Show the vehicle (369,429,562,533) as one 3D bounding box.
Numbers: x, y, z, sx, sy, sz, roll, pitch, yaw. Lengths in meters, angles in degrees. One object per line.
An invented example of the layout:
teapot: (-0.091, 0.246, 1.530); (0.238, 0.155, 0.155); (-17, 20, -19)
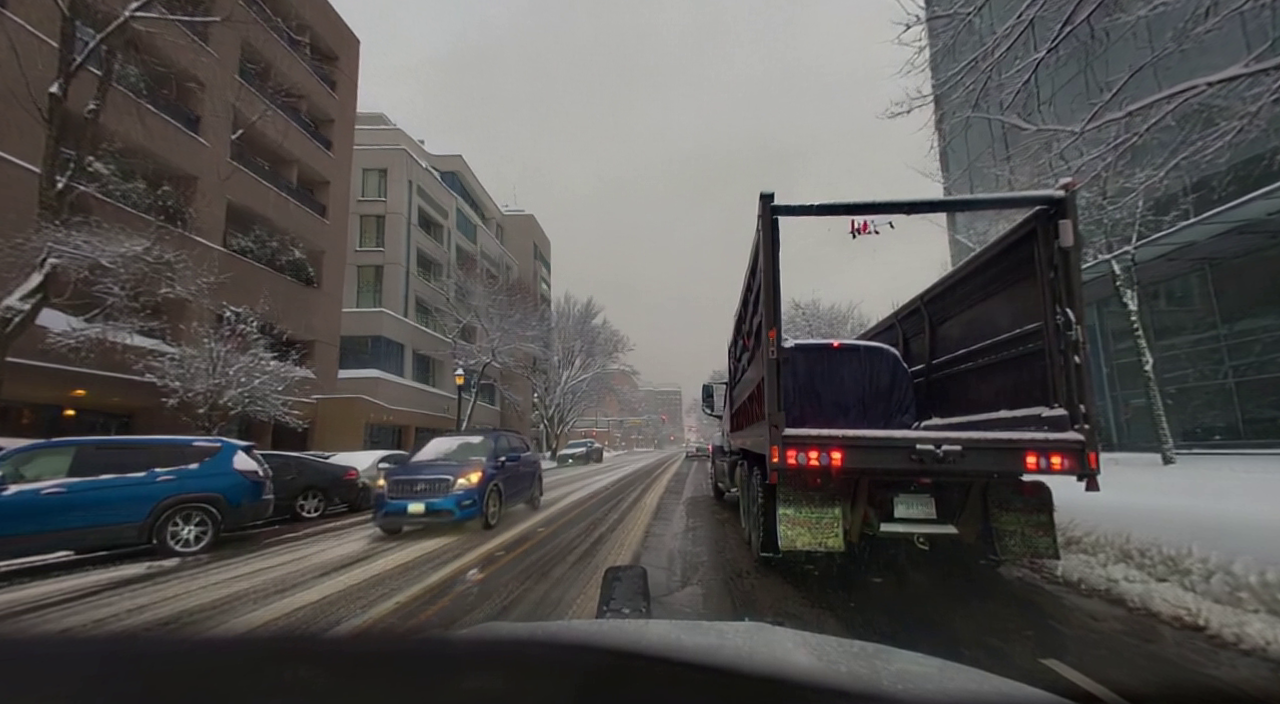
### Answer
vehicle: (-3.086, 2.396, 12.400); (2.311, 1.631, 4.510); (0, -8, 3)

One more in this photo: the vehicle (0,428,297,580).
vehicle: (-8.150, 2.092, 9.225); (5.022, 1.872, 2.137); (7, -11, -41)

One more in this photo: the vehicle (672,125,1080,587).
vehicle: (2.518, 0.780, 11.294); (3.320, 4.034, 11.553); (-1, -8, 6)
